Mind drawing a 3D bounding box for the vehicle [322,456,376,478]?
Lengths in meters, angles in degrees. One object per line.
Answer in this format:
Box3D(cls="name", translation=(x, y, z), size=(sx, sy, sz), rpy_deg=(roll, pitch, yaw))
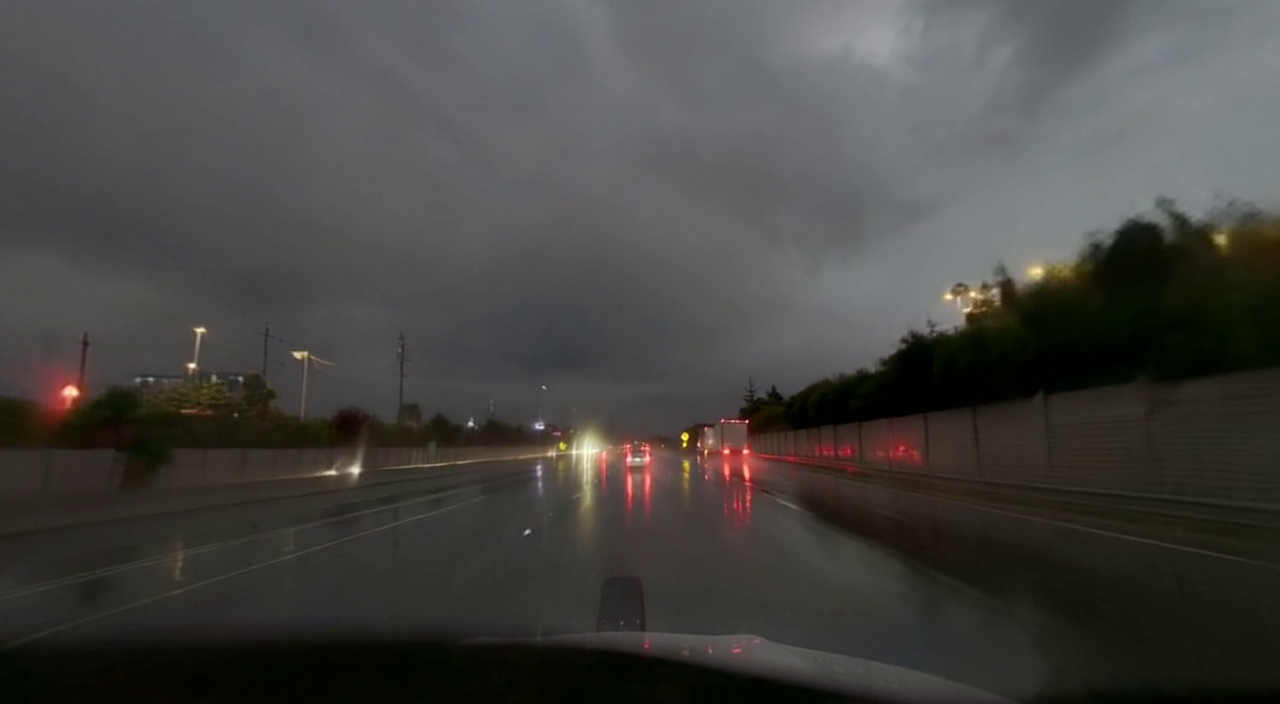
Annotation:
Box3D(cls="vehicle", translation=(-20.398, 8.069, 44.399), size=(1.920, 1.418, 3.923), rpy_deg=(0, -9, 0))
